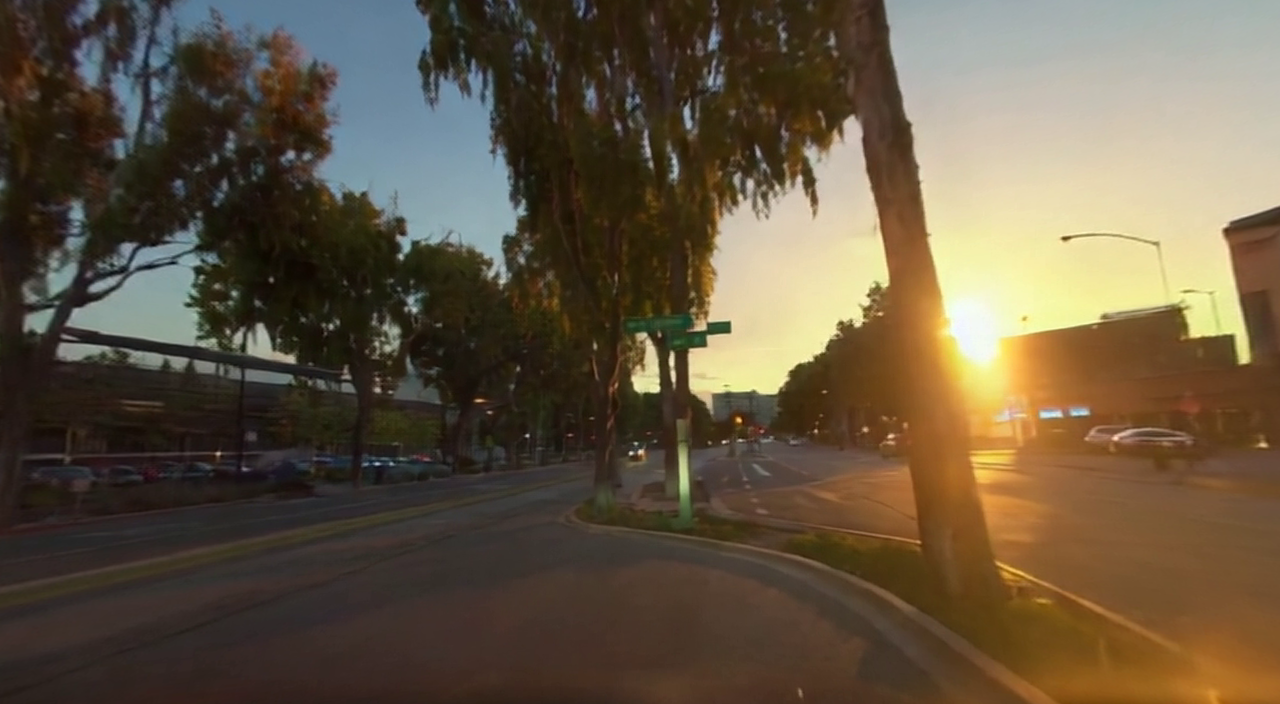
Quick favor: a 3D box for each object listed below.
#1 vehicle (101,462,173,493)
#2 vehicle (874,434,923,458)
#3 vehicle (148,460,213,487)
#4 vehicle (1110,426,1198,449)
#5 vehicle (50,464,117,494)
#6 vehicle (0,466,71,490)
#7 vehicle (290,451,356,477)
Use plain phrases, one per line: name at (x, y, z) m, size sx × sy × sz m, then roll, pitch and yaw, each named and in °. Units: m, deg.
vehicle at (-30.016, 7.414, 37.618) m, size 5.124 × 1.541 × 2.121 m, roll -7°, pitch -11°, yaw 38°
vehicle at (18.715, 6.858, 45.918) m, size 2.100 × 1.638 × 4.545 m, roll -1°, pitch -9°, yaw 7°
vehicle at (-30.201, 7.936, 41.461) m, size 4.416 × 1.541 × 2.102 m, roll -6°, pitch -11°, yaw 36°
vehicle at (32.799, 5.512, 40.426) m, size 3.839 × 1.386 × 1.816 m, roll -2°, pitch -9°, yaw 12°
vehicle at (-31.297, 7.074, 35.505) m, size 4.157 × 1.458 × 2.130 m, roll -7°, pitch -11°, yaw 40°
vehicle at (-40.062, 8.133, 40.874) m, size 4.317 × 1.418 × 1.734 m, roll 2°, pitch -9°, yaw -17°
vehicle at (-23.336, 8.190, 46.458) m, size 5.483 × 1.719 × 2.112 m, roll -7°, pitch -11°, yaw 38°
